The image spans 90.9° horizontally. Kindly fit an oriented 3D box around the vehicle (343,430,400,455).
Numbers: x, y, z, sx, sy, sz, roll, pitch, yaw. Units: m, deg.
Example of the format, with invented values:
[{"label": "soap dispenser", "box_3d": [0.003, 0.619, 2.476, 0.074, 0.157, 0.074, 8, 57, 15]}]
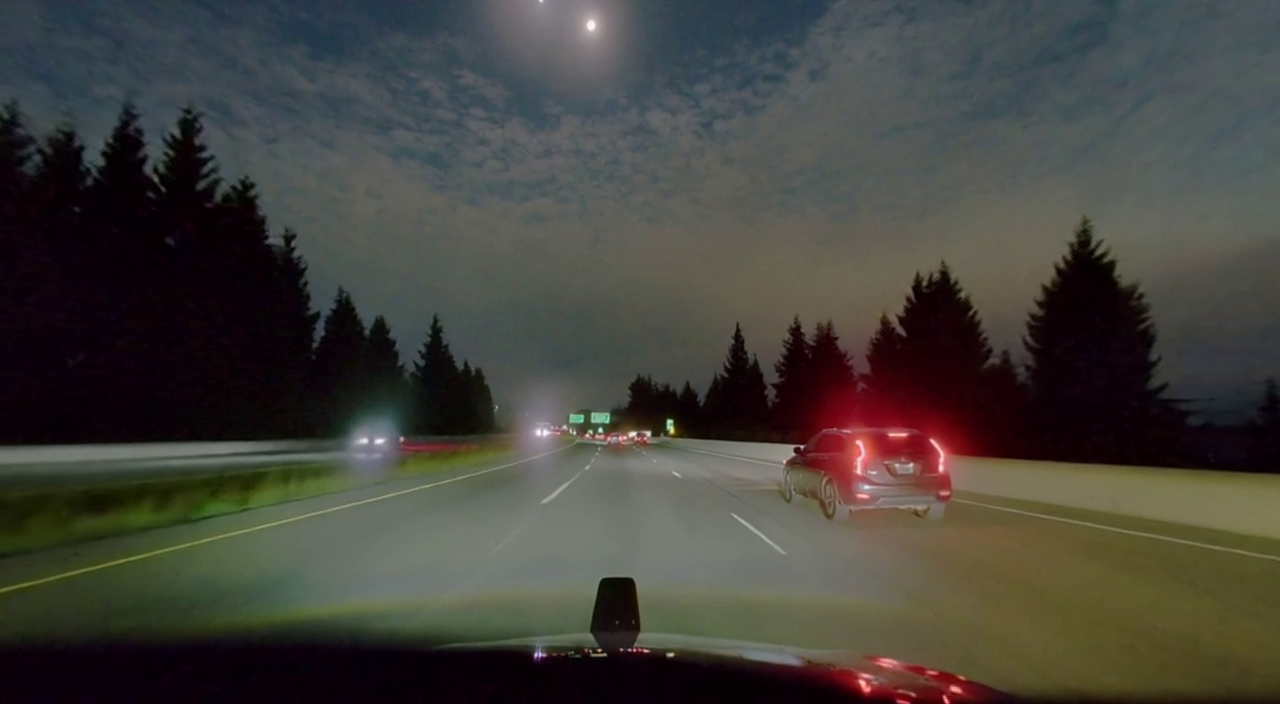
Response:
[{"label": "vehicle", "box_3d": [-17.226, 5.816, 40.652, 1.866, 1.470, 4.435, 0, -8, -2]}]
